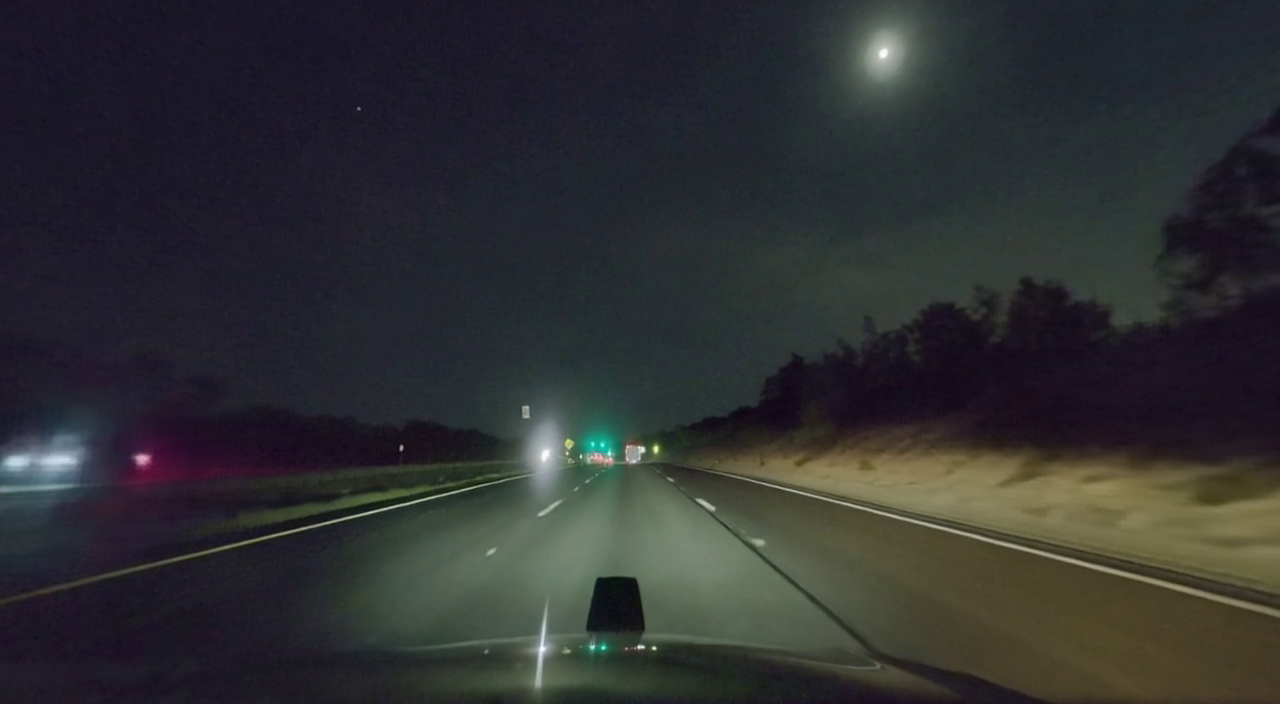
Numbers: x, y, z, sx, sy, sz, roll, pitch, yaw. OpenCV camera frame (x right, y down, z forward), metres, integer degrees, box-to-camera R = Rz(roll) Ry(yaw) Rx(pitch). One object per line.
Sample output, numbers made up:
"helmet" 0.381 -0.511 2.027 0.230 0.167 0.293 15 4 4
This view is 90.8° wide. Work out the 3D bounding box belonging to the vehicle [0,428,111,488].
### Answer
"vehicle" -17.732 2.985 17.778 1.840 1.556 4.355 0 -9 0
